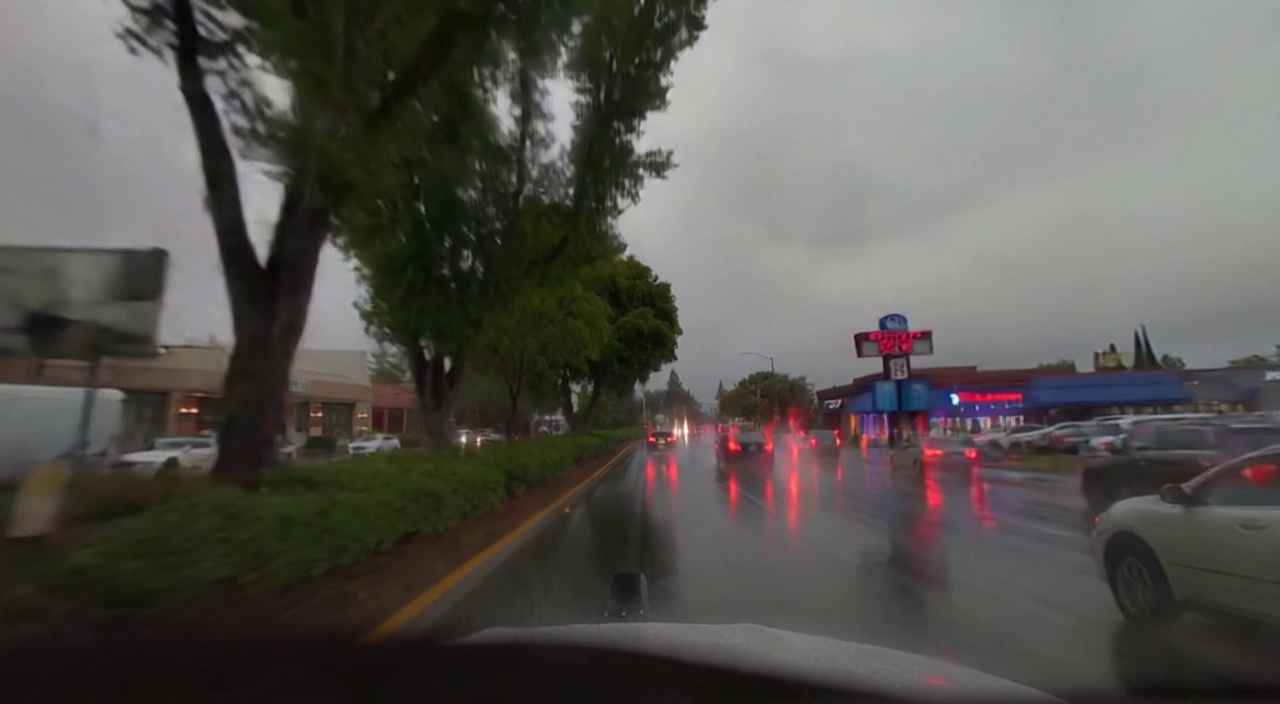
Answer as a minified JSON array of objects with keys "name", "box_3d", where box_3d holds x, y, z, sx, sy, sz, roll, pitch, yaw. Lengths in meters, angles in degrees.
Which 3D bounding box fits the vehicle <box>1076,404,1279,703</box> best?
[{"name":"vehicle","box_3d":[4.033,0.867,2.140,1.908,1.463,4.506,0,-8,1]}]

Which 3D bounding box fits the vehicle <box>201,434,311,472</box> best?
[{"name":"vehicle","box_3d":[-18.170,4.792,30.077,2.141,1.655,4.978,0,-8,0]}]

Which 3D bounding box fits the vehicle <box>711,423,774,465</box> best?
[{"name":"vehicle","box_3d":[4.432,4.076,27.840,2.115,1.692,4.189,0,-8,0]}]

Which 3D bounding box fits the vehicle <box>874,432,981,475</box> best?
[{"name":"vehicle","box_3d":[11.334,4.027,25.185,2.110,1.535,4.506,1,-8,-1]}]

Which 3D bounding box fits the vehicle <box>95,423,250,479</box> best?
[{"name":"vehicle","box_3d":[-18.230,3.892,24.928,1.948,1.965,5.421,0,-8,0]}]

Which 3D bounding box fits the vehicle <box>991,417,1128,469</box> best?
[{"name":"vehicle","box_3d":[16.581,3.649,25.205,2.066,1.840,4.862,1,-8,-1]}]

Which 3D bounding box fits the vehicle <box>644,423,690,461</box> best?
[{"name":"vehicle","box_3d":[1.276,4.418,30.794,2.098,1.682,3.778,0,-8,2]}]

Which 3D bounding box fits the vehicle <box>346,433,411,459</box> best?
[{"name":"vehicle","box_3d":[-17.781,6.375,42.961,2.034,1.532,5.548,1,-7,1]}]

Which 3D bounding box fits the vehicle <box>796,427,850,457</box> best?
[{"name":"vehicle","box_3d":[11.392,5.649,39.359,2.123,1.726,4.520,0,-8,1]}]

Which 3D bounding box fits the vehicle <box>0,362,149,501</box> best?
[{"name":"vehicle","box_3d":[-18.196,2.199,17.338,2.811,3.604,7.566,0,-8,2]}]
